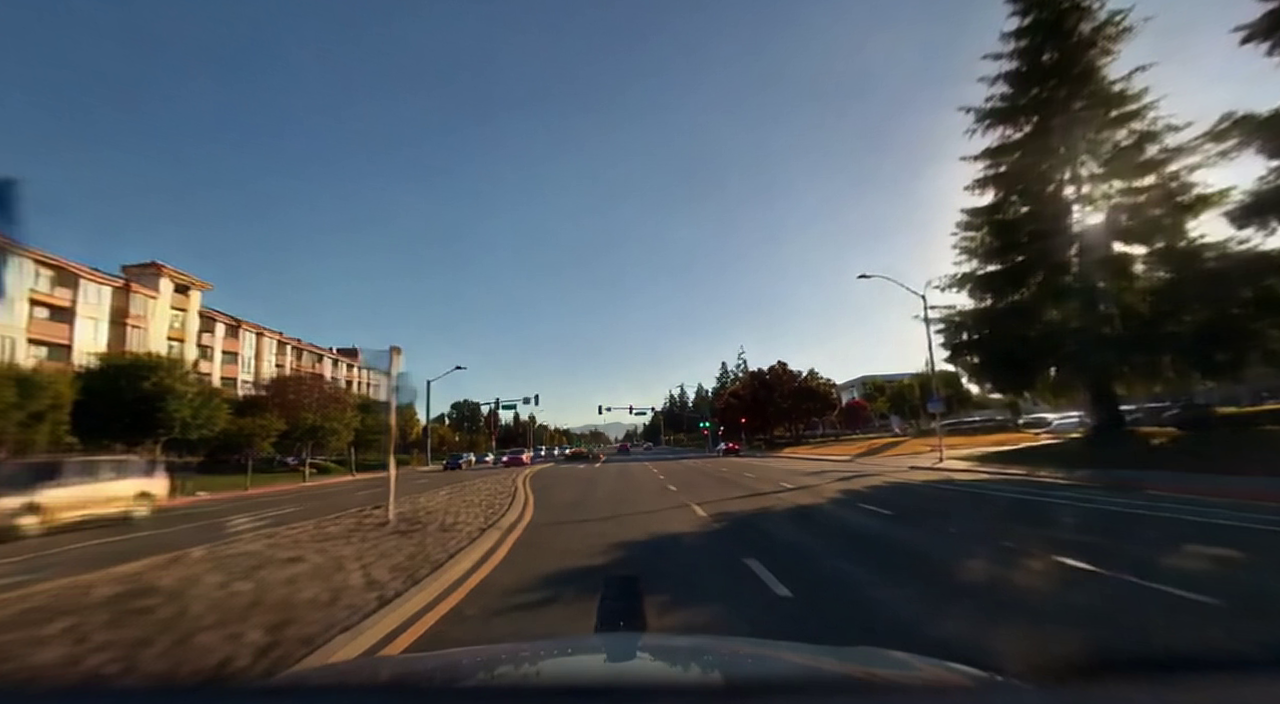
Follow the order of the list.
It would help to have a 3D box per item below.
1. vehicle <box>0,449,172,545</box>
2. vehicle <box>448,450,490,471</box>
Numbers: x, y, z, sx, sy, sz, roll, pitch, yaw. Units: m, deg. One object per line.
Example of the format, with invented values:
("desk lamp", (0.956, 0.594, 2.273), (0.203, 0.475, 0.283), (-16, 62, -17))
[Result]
("vehicle", (-13.869, 3.243, 14.884), (2.038, 1.857, 5.078), (0, -9, -4))
("vehicle", (-13.273, 8.443, 49.395), (1.973, 1.485, 4.616), (0, -9, 0))
